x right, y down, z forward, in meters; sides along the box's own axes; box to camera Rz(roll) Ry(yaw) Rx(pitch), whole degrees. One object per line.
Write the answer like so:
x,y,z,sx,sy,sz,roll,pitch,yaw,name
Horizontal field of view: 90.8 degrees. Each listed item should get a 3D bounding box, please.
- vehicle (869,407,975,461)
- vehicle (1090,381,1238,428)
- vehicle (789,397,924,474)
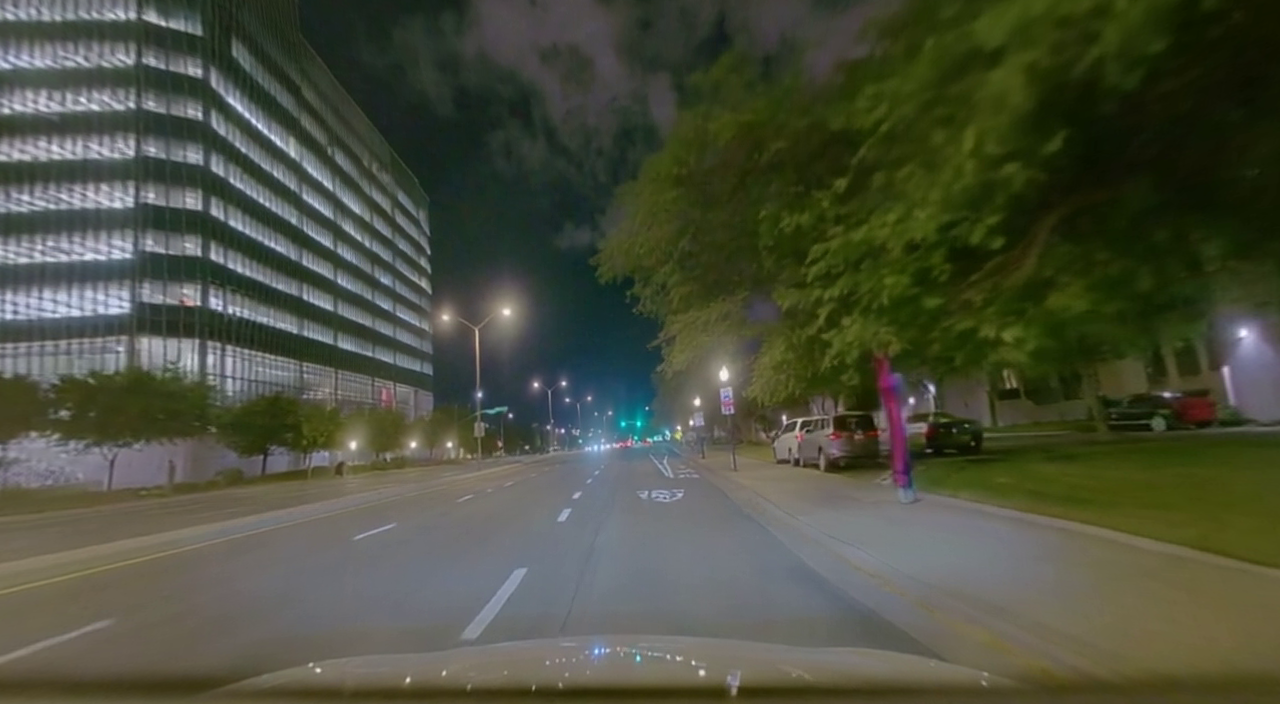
8.851,2.650,20.184,1.842,1.535,3.638,0,-9,3,vehicle
19.832,2.106,24.236,1.890,1.492,4.494,0,-9,2,vehicle
6.444,2.621,19.610,2.160,1.944,5.086,-3,-8,-2,vehicle
